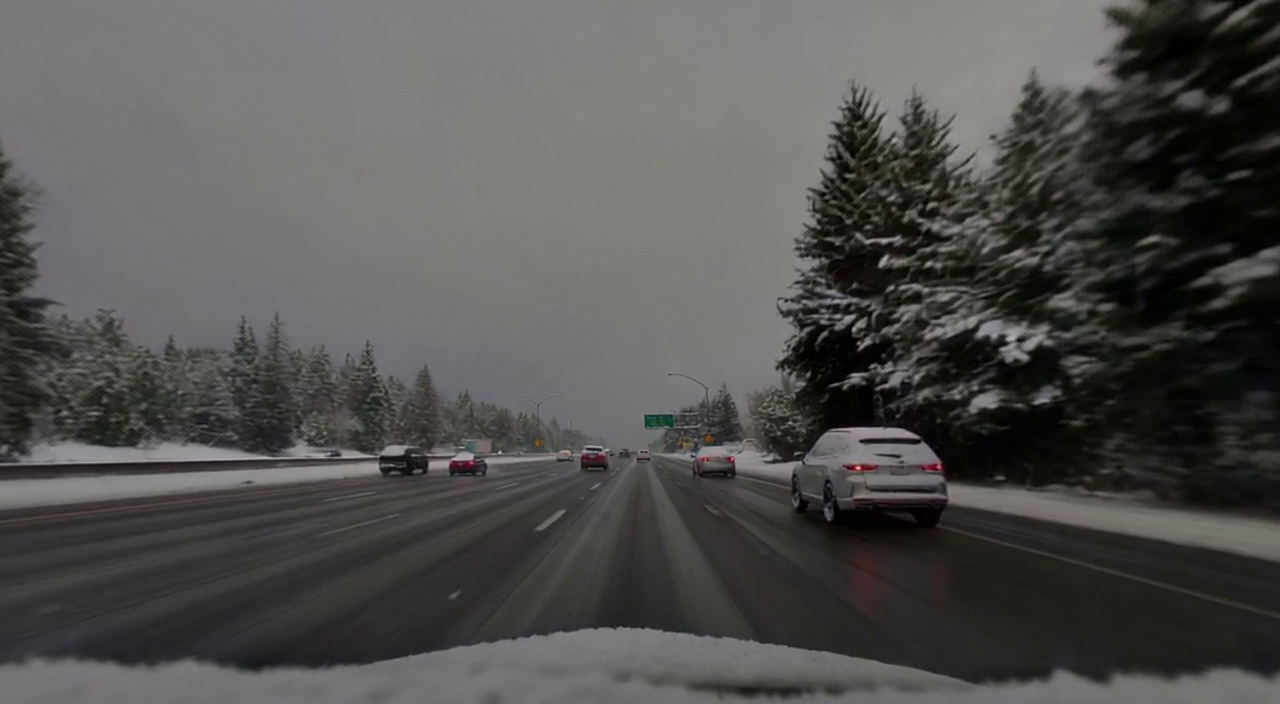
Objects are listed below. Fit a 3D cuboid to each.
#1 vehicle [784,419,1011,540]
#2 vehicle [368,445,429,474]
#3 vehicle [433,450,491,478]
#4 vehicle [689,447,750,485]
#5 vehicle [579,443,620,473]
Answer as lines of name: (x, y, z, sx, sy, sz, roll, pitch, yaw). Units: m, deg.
vehicle: (4.400, 2.270, 11.845, 2.218, 1.776, 4.807, 0, -9, 0)
vehicle: (-16.632, 7.395, 43.595, 2.181, 1.819, 4.830, 0, -9, 2)
vehicle: (-10.268, 6.498, 36.734, 1.974, 1.472, 4.684, 0, -9, 1)
vehicle: (3.422, 5.005, 27.986, 2.126, 1.529, 4.438, 0, -9, 0)
vehicle: (-2.693, 7.287, 43.529, 2.449, 1.929, 5.503, 0, -9, 0)
